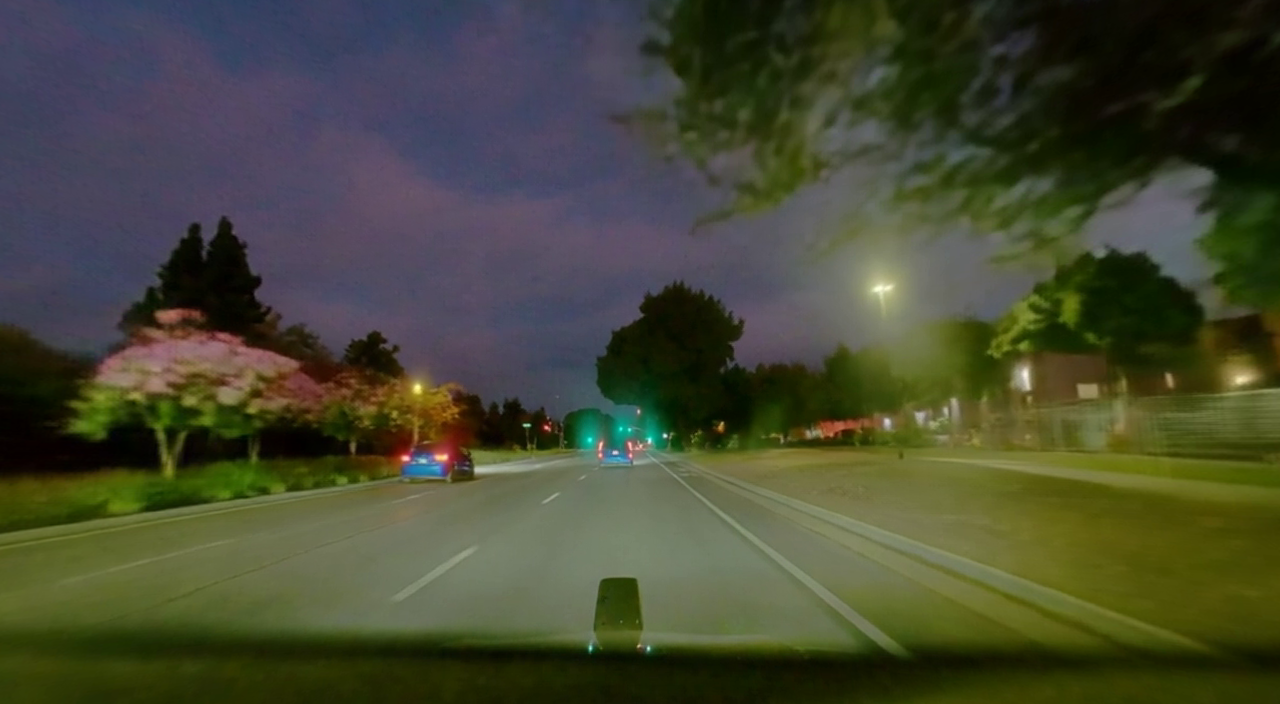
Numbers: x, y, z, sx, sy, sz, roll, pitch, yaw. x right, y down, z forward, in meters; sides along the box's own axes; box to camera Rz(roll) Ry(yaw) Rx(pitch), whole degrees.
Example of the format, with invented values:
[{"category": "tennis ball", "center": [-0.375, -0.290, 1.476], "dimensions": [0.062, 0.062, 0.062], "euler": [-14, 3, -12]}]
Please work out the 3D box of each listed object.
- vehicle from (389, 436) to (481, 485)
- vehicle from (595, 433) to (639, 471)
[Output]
[{"category": "vehicle", "center": [-7.678, 4.087, 24.196], "dimensions": [1.993, 1.657, 4.487], "euler": [0, -8, 0]}, {"category": "vehicle", "center": [-1.077, 5.051, 32.213], "dimensions": [2.070, 1.764, 4.552], "euler": [0, -8, 0]}]
